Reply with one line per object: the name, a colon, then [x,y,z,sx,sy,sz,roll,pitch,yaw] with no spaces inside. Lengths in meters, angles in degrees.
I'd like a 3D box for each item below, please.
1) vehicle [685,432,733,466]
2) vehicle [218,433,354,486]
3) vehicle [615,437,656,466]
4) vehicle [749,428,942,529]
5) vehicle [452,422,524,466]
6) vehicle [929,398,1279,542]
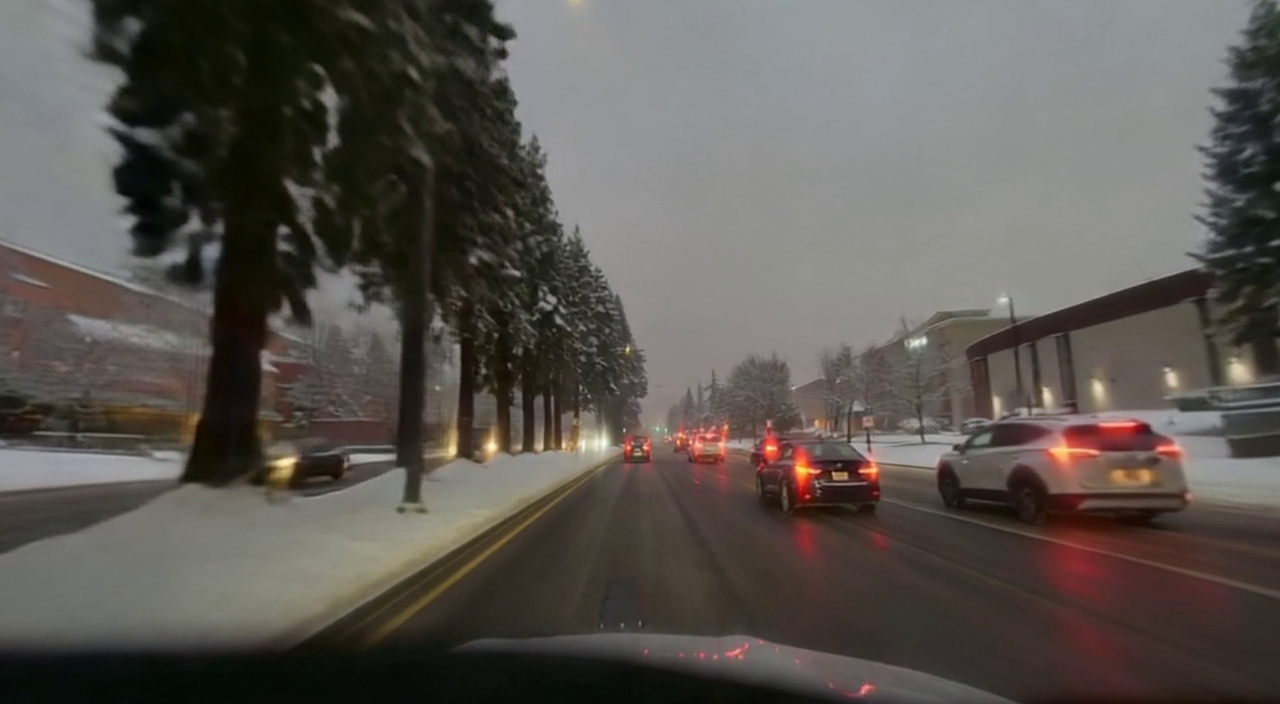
vehicle: [3.767,5.397,34.950,2.130,1.718,4.310,0,-9,-1]
vehicle: [-11.604,3.546,20.986,1.952,1.576,4.409,0,-9,0]
vehicle: [-0.234,5.453,34.480,2.111,1.506,4.018,0,-9,0]
vehicle: [3.474,2.239,11.726,2.010,1.490,4.639,0,-9,0]
vehicle: [-8.102,5.016,34.163,2.396,2.216,5.698,0,-9,1]
vehicle: [7.222,1.892,10.639,2.188,1.840,5.050,0,-9,0]
